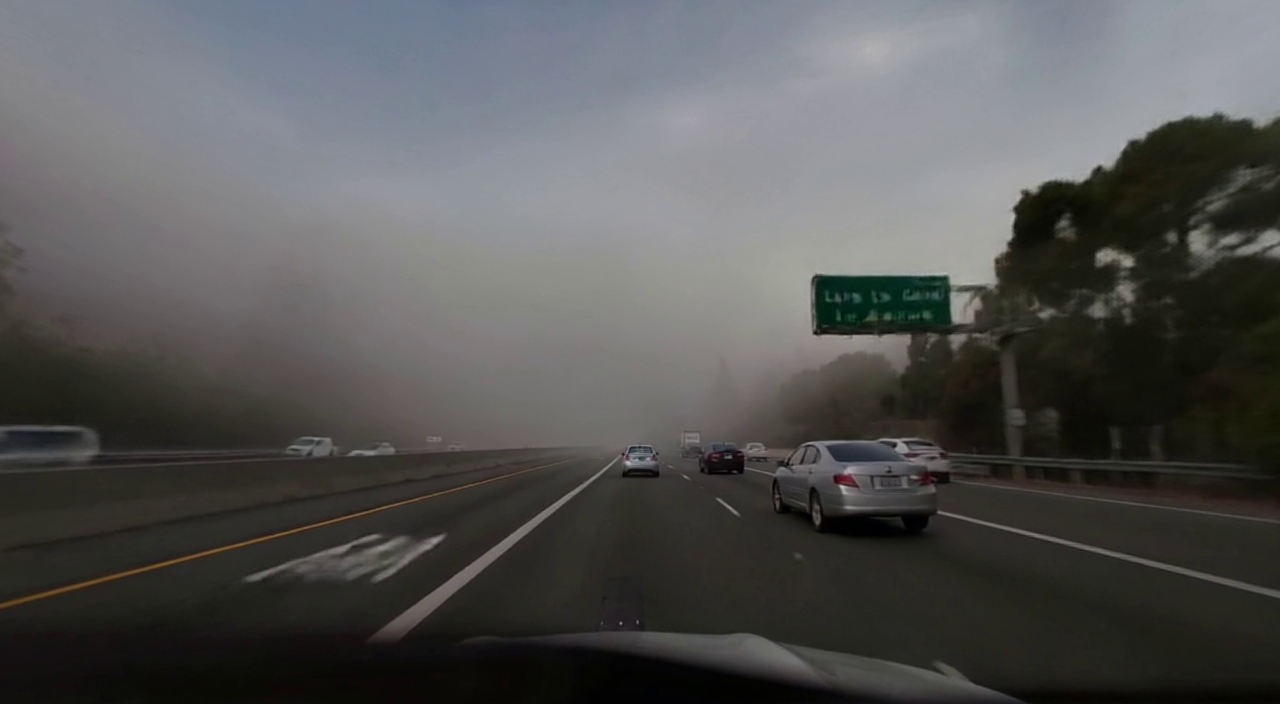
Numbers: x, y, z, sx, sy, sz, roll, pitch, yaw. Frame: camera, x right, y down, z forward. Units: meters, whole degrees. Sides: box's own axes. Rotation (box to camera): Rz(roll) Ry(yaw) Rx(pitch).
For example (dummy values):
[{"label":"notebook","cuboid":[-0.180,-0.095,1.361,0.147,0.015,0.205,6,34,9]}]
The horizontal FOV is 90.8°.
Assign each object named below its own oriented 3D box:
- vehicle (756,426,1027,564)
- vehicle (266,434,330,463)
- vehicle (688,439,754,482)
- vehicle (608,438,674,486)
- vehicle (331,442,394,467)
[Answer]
[{"label":"vehicle","cuboid":[3.235,1.947,9.450,1.993,1.504,4.781,0,-9,-1]},{"label":"vehicle","cuboid":[-25.603,7.253,47.452,2.245,2.020,4.578,0,-9,-1]},{"label":"vehicle","cuboid":[3.039,4.164,24.562,1.856,1.517,4.198,0,-9,-2]},{"label":"vehicle","cuboid":[0.014,3.796,22.089,2.098,1.475,3.997,0,-9,-1]},{"label":"vehicle","cuboid":[-17.800,6.610,40.780,1.935,1.491,4.689,0,-9,0]}]
